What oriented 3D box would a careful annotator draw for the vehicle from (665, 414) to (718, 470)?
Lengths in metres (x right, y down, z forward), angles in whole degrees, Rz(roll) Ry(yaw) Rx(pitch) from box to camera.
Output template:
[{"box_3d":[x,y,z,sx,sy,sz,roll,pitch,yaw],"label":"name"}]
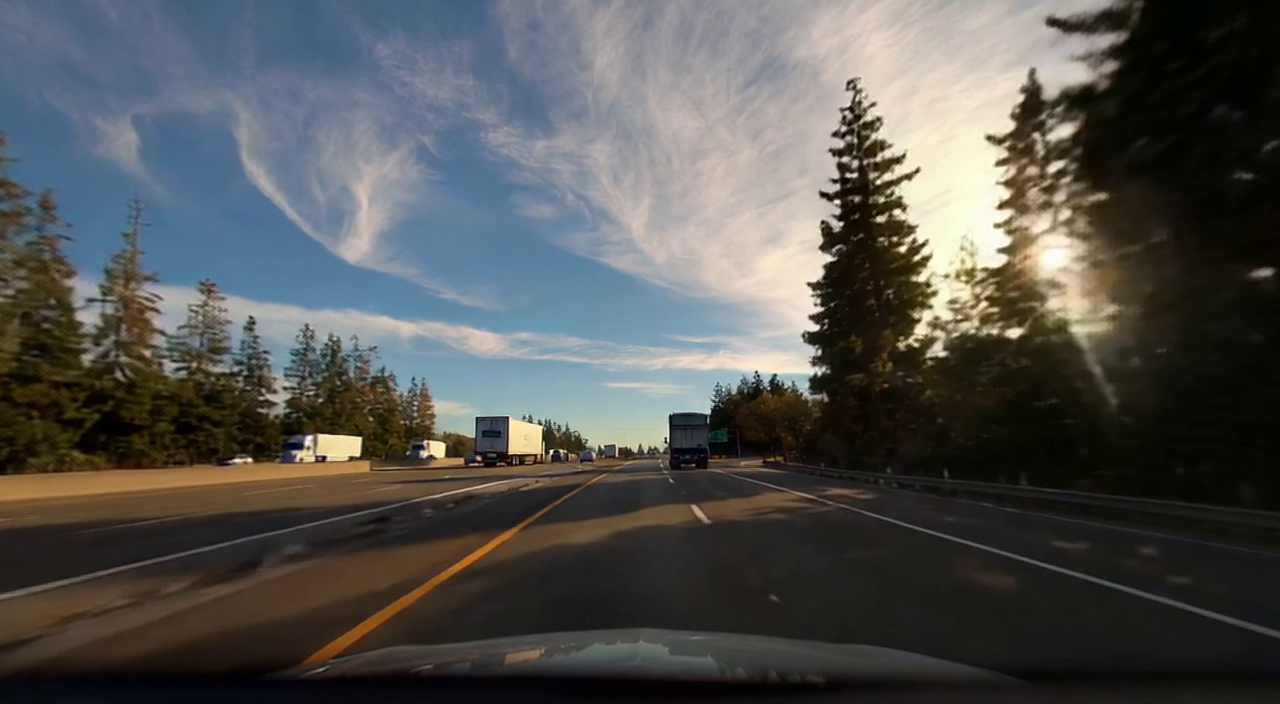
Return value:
[{"box_3d":[3.653,6.950,48.015,2.928,3.595,13.975,0,-9,0],"label":"vehicle"}]
